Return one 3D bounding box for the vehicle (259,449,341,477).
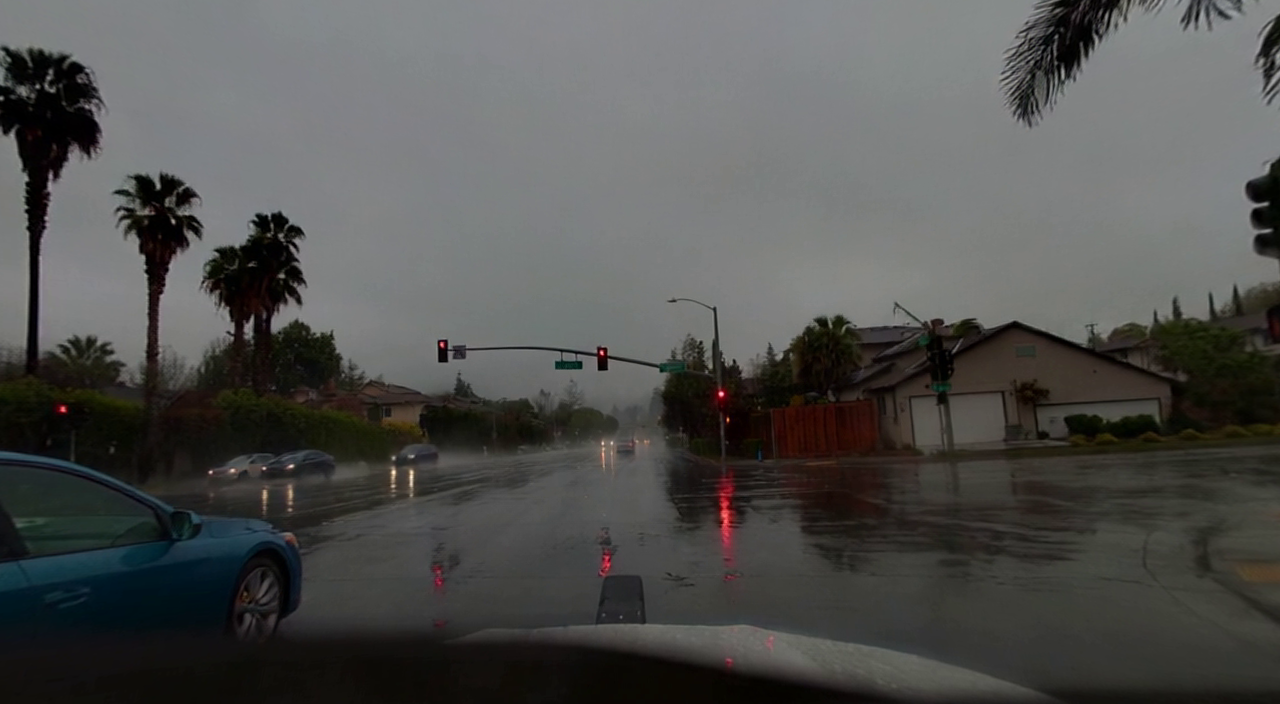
[{"bbox_3d":[-20.046,6.521,37.510,2.084,1.528,4.778,0,-9,1],"label":"vehicle"}]

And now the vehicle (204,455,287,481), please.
[{"bbox_3d":[-24.106,7.090,38.800,2.019,1.427,4.630,0,-9,1],"label":"vehicle"}]
